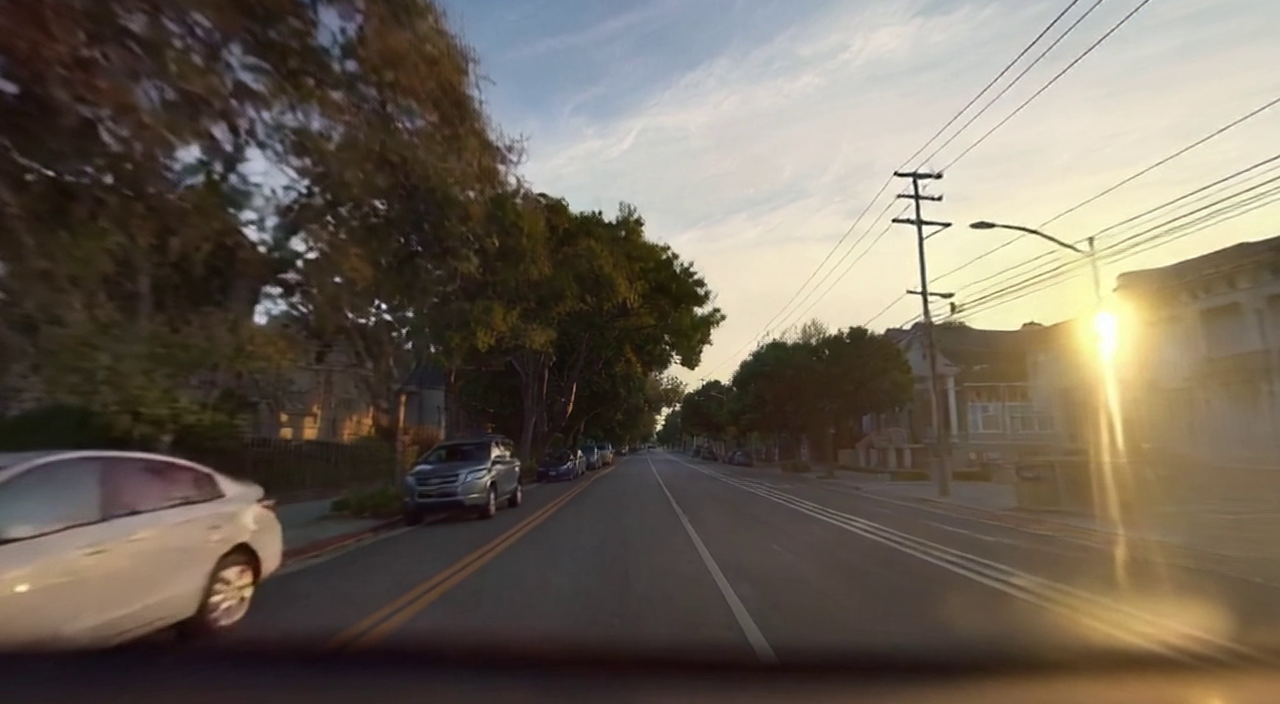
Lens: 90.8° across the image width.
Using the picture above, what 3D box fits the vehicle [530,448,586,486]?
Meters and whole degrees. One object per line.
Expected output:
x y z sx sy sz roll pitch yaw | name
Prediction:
-3.705 5.273 29.328 1.917 1.516 4.898 -2 -9 0 | vehicle

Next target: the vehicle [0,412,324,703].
-3.621 1.092 2.992 1.825 1.542 4.715 -1 -8 0 | vehicle

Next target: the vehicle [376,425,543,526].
-3.865 2.776 14.865 2.189 1.887 5.616 -1 -9 1 | vehicle
